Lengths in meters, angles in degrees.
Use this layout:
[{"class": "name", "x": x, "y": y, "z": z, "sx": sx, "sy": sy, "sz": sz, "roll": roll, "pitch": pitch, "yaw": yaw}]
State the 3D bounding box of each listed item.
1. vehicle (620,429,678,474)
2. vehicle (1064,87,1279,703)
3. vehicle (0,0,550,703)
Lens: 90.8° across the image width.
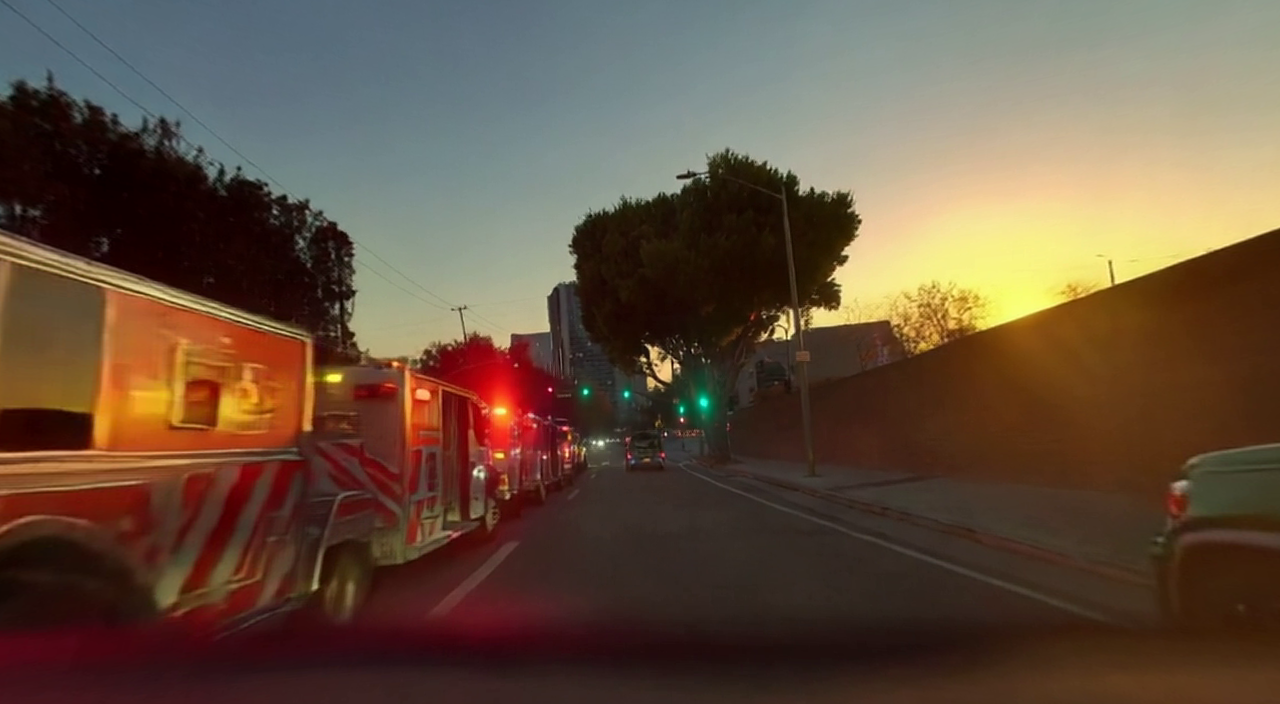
[{"class": "vehicle", "x": 0.294, "y": 4.534, "z": 28.922, "sx": 2.332, "sy": 1.831, "sz": 4.930, "roll": 0, "pitch": -8, "yaw": -3}, {"class": "vehicle", "x": 4.077, "y": 0.007, "z": 0.743, "sx": 3.411, "sy": 2.429, "sz": 5.271, "roll": 0, "pitch": -8, "yaw": 0}, {"class": "vehicle", "x": -3.220, "y": 0.641, "z": 5.390, "sx": 3.644, "sy": 3.138, "sz": 9.346, "roll": 0, "pitch": -8, "yaw": -1}]
